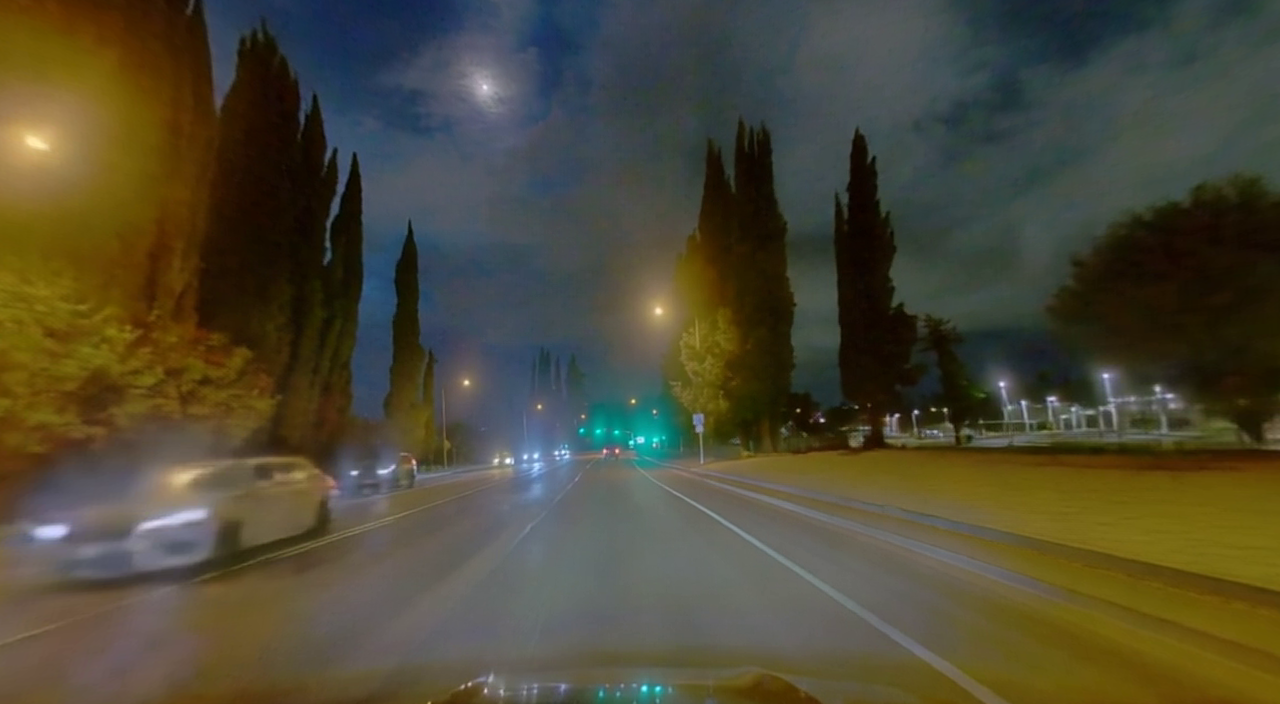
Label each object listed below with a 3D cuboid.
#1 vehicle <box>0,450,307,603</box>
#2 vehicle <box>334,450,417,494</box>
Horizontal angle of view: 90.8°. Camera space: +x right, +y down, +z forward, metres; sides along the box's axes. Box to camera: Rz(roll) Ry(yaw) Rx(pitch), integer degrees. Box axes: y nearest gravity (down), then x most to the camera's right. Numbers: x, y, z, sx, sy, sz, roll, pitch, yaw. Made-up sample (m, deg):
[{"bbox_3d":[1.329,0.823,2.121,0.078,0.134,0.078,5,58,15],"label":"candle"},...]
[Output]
[{"bbox_3d":[-6.701,2.123,8.652,2.033,1.511,4.247,0,-8,-1],"label":"vehicle"},{"bbox_3d":[-11.551,5.237,27.959,2.000,1.728,4.510,0,-8,-4],"label":"vehicle"}]
